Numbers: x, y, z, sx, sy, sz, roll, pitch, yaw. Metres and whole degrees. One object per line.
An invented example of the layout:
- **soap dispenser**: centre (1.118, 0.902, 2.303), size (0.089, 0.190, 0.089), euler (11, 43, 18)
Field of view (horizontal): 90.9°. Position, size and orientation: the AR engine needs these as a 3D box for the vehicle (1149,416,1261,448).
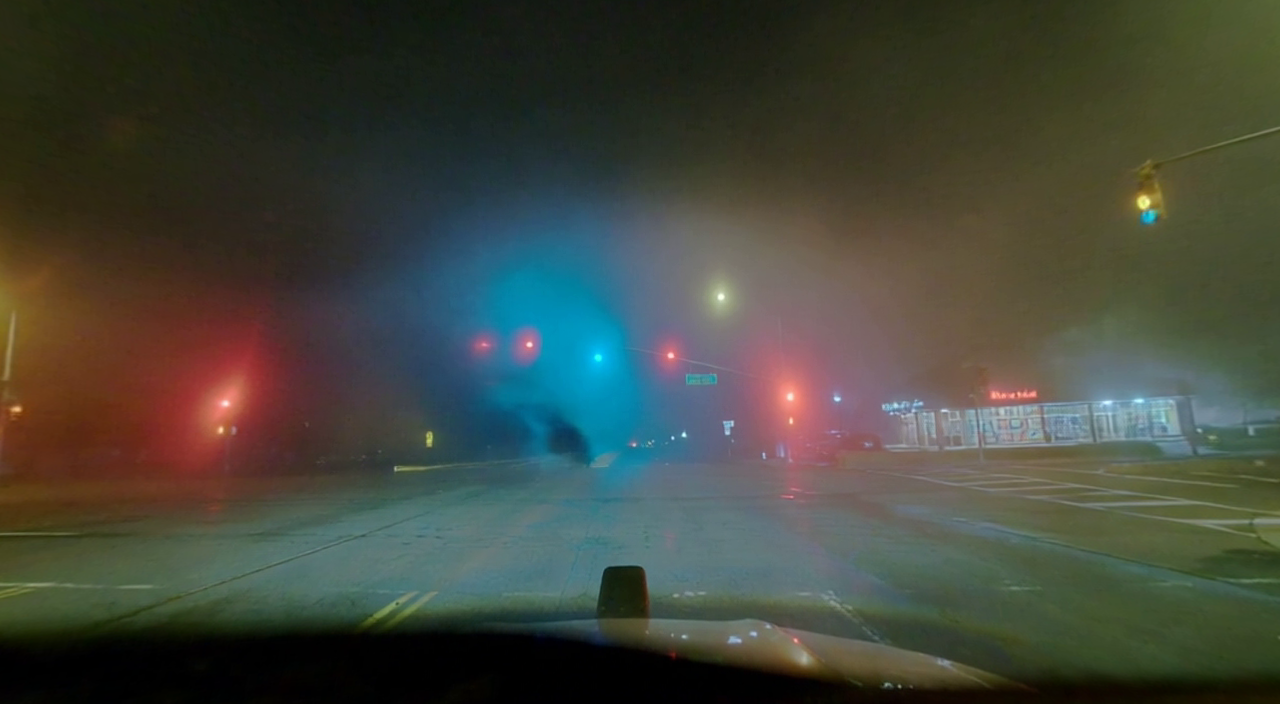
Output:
- **vehicle**: centre (28.257, 4.073, 31.723), size (1.799, 1.459, 4.266), euler (0, -8, 3)
